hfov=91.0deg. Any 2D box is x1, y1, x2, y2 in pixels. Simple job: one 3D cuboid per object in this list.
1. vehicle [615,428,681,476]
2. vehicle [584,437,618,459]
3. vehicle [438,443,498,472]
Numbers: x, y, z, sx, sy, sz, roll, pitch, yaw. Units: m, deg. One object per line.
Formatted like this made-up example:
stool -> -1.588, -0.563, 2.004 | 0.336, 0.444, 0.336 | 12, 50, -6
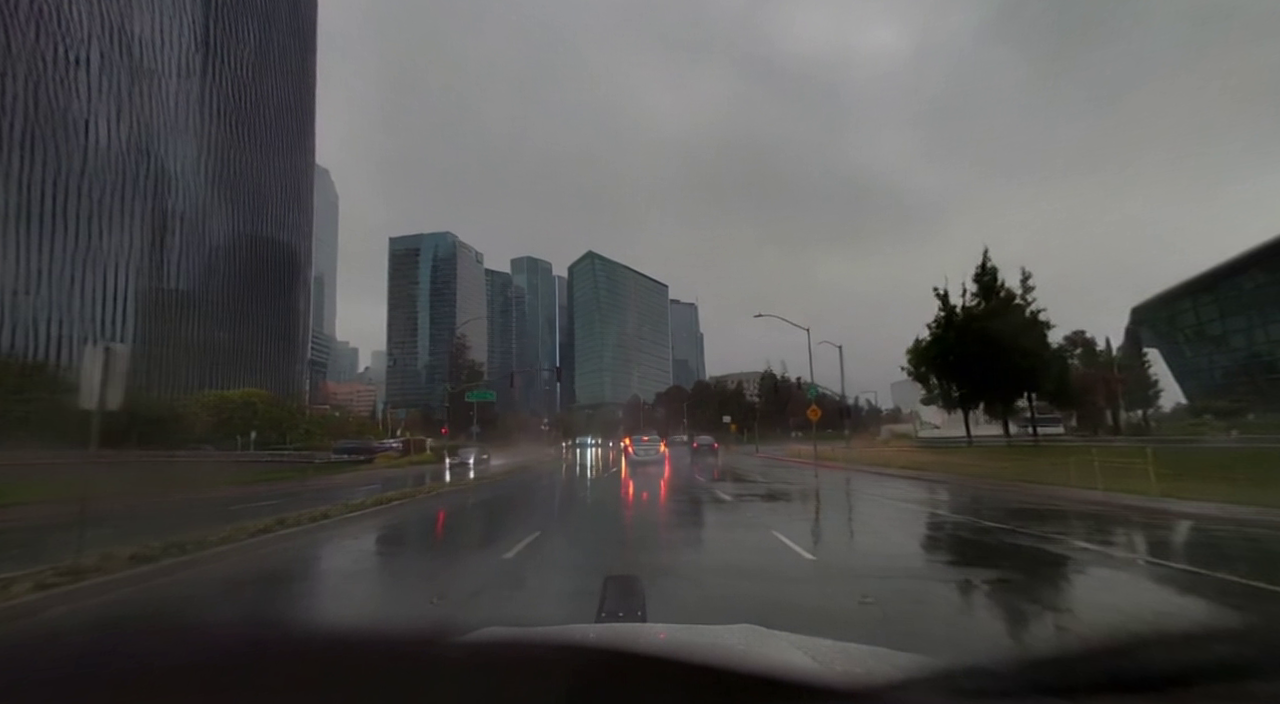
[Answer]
vehicle -> 0.326, 4.272, 27.050 | 2.601, 1.878, 4.535 | 0, -8, 0
vehicle -> -2.833, 7.118, 46.615 | 2.103, 1.569, 3.861 | 0, -9, 2
vehicle -> -9.851, 6.076, 36.417 | 1.967, 1.552, 4.536 | -1, -9, 4
